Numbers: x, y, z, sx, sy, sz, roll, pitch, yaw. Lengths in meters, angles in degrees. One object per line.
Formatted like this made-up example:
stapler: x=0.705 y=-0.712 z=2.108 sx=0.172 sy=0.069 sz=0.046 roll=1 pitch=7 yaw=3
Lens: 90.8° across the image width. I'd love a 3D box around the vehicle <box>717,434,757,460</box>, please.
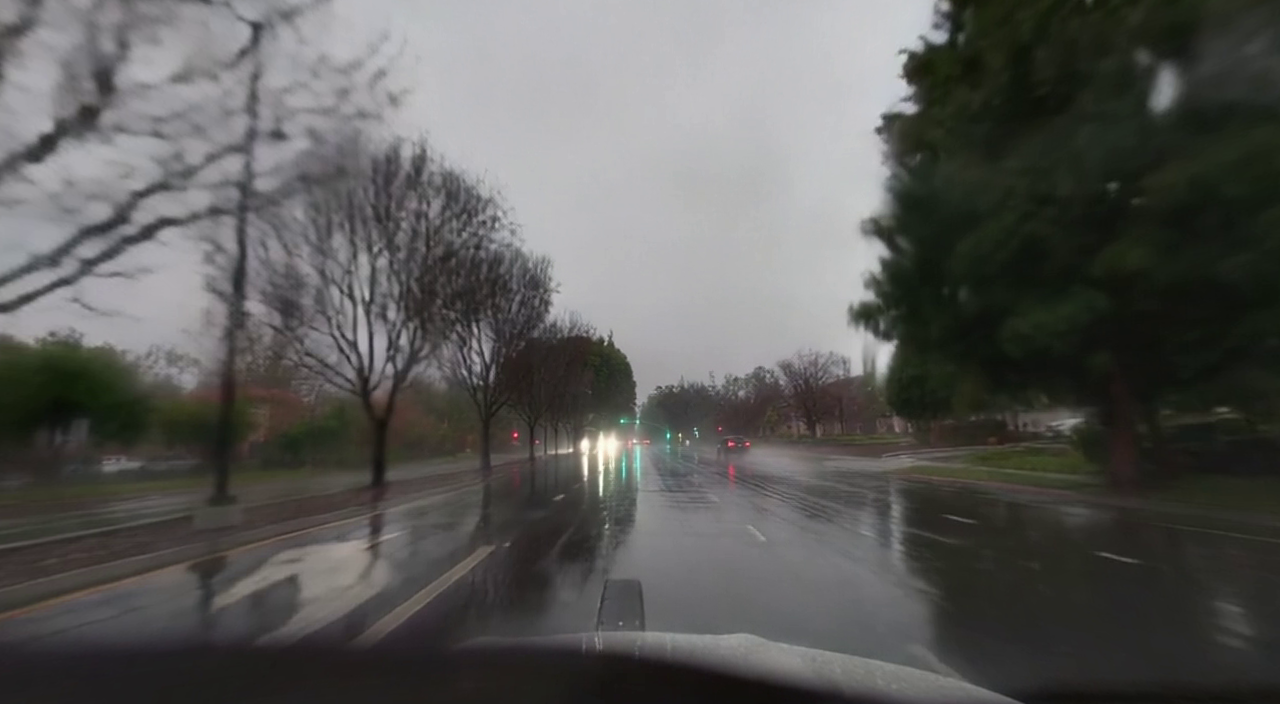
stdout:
vehicle: x=6.767 y=6.715 z=44.483 sx=2.011 sy=1.710 sz=4.357 roll=0 pitch=-9 yaw=-1
